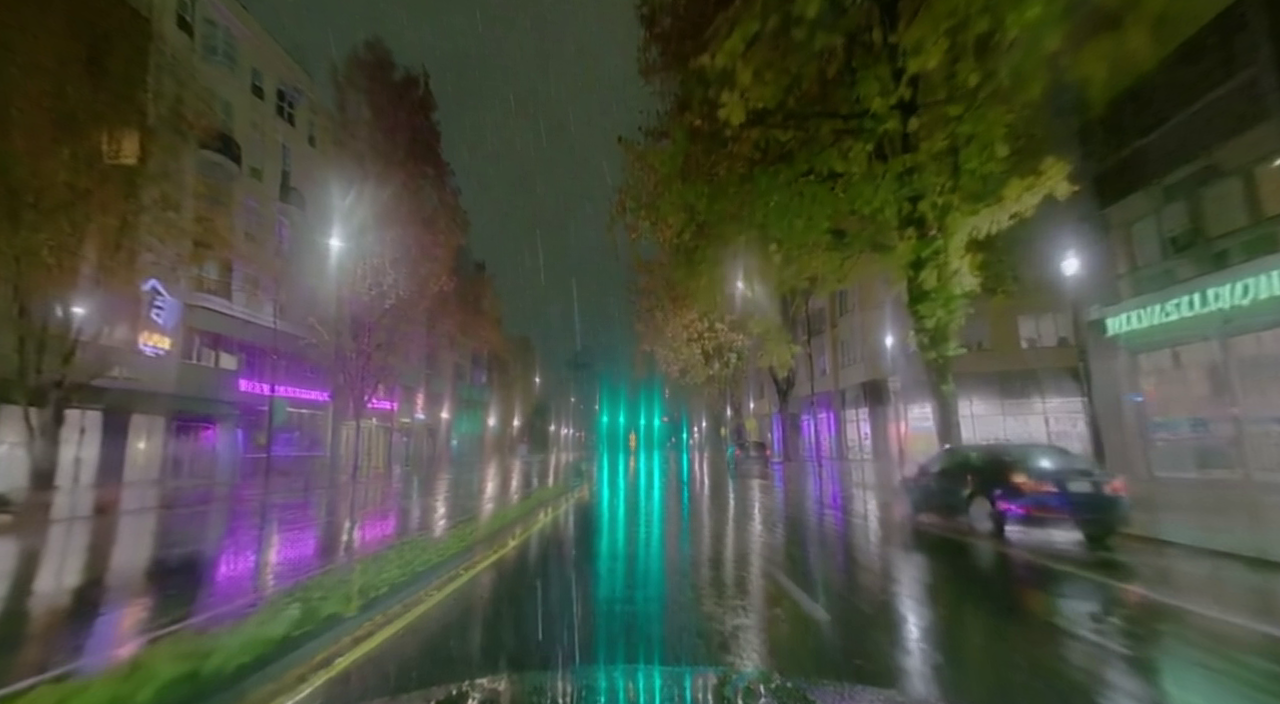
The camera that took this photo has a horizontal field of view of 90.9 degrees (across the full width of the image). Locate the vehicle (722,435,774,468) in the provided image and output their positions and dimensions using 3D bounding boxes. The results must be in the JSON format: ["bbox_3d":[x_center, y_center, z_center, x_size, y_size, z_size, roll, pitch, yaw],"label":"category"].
[{"bbox_3d":[6.540,6.106,38.776,2.112,1.894,4.910,1,-8,-3],"label":"vehicle"}]

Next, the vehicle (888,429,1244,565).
[{"bbox_3d":[5.874,2.022,9.764,2.088,1.543,4.964,0,-8,1],"label":"vehicle"}]
